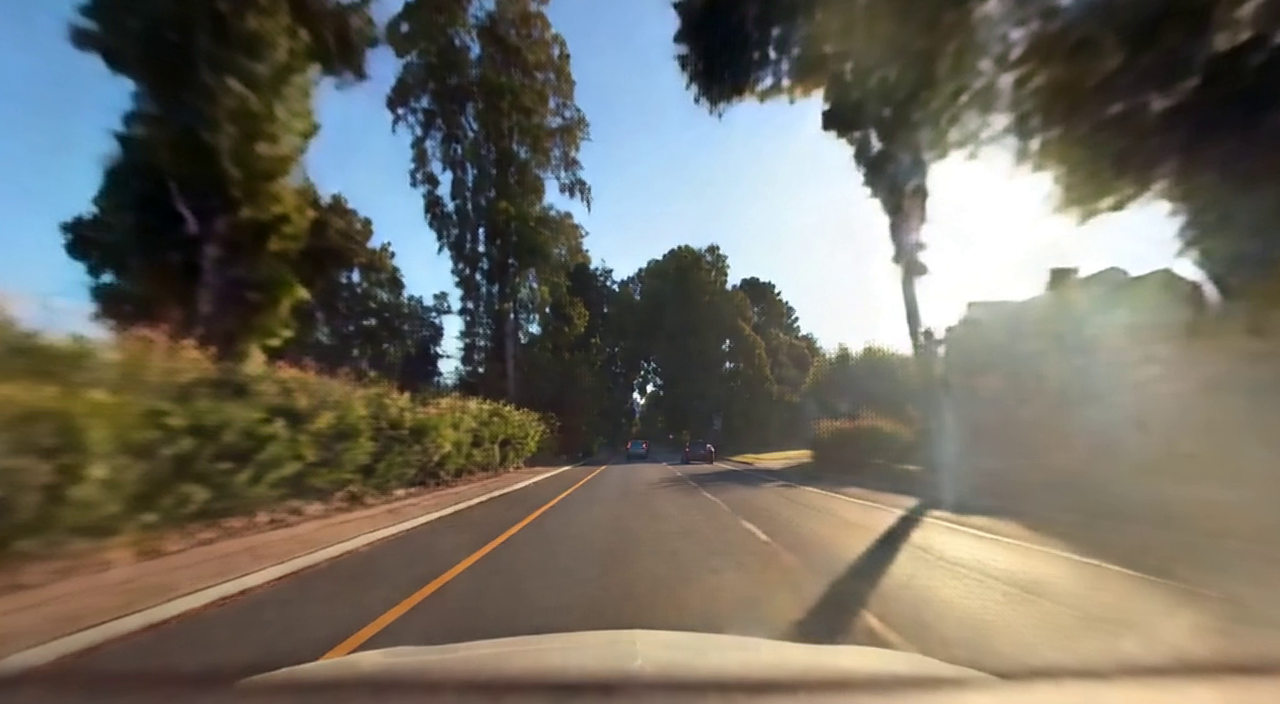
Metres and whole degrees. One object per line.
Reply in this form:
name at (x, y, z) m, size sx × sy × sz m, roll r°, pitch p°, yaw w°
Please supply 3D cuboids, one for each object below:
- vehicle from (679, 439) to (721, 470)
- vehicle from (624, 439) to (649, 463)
vehicle at (3.391, 5.873, 36.451) m, size 1.888 × 1.640 × 4.044 m, roll 0°, pitch -9°, yaw -2°
vehicle at (-0.295, 7.760, 49.736) m, size 1.925 × 1.799 × 4.257 m, roll 0°, pitch -8°, yaw -1°
